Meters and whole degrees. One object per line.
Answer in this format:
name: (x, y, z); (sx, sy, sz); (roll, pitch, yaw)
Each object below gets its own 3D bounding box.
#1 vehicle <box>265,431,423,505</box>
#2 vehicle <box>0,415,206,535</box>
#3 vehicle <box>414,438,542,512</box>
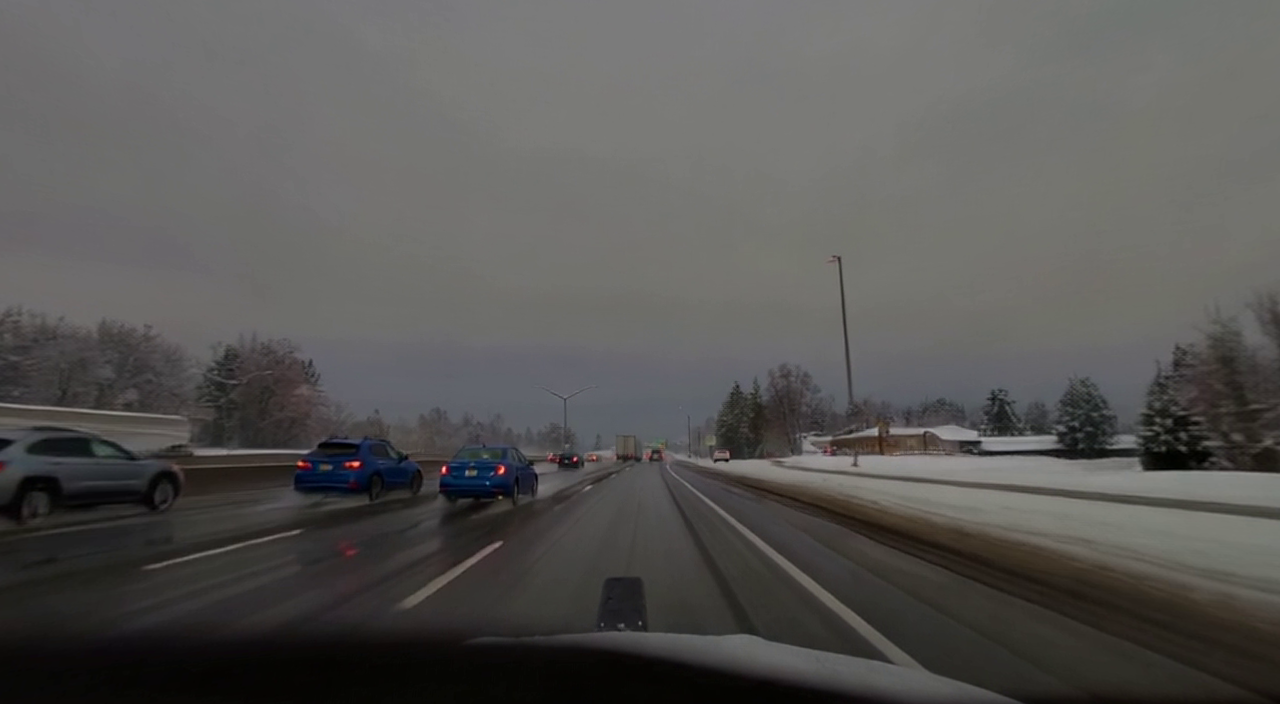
vehicle: (-7.516, 2.963, 16.587); (1.970, 1.682, 4.297); (0, -8, 1)
vehicle: (-10.723, 2.140, 11.429); (2.044, 1.810, 5.016); (0, -8, 1)
vehicle: (-3.649, 2.816, 14.958); (1.953, 1.511, 3.704); (0, -8, 1)
